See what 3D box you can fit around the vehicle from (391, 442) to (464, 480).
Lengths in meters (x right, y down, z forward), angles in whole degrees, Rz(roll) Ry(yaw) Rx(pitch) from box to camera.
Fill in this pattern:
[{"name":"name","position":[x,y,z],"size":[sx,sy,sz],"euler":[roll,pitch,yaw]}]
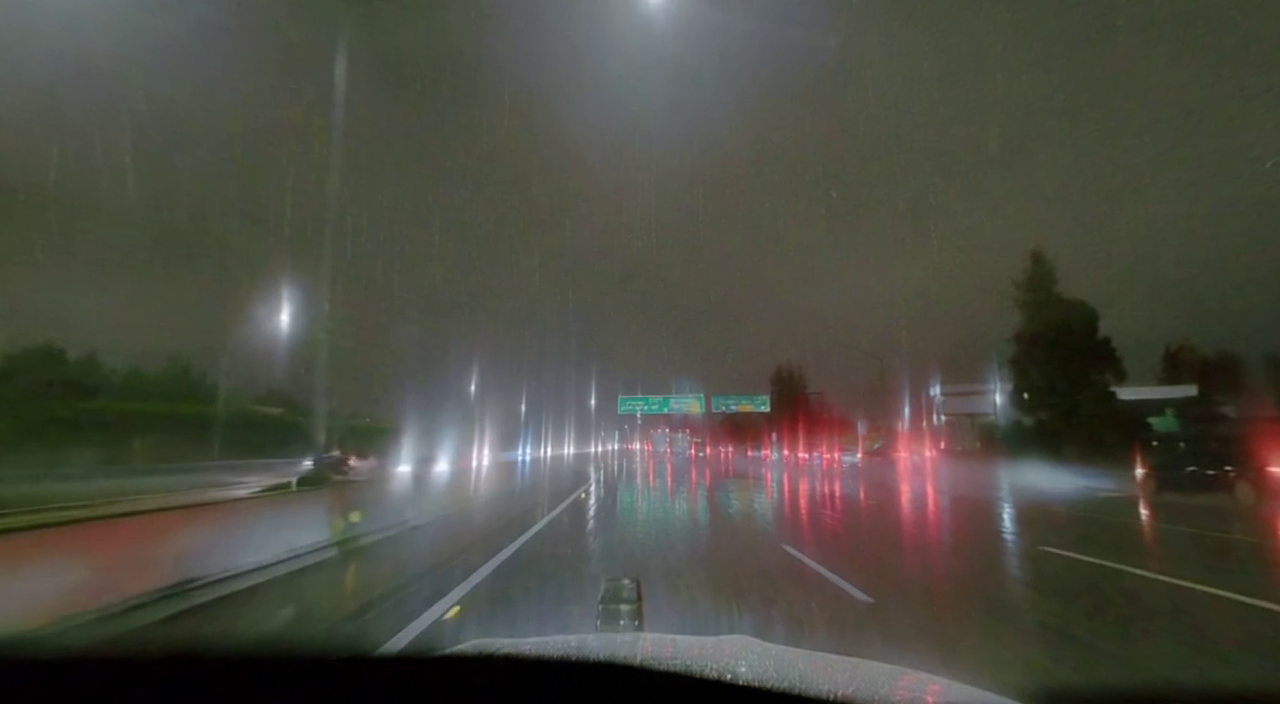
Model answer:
[{"name":"vehicle","position":[-7.833,4.019,23.586],"size":[1.568,1.263,3.387],"euler":[0,-8,0]}]

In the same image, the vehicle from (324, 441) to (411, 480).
[{"name":"vehicle","position":[-12.004,4.771,28.168],"size":[1.907,1.537,4.550],"euler":[0,-8,-1]}]

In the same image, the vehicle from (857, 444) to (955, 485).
[{"name":"vehicle","position":[10.000,4.242,24.121],"size":[1.836,1.418,4.132],"euler":[0,-9,-1]}]

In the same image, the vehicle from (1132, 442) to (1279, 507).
[{"name":"vehicle","position":[15.684,3.099,16.472],"size":[1.915,1.479,4.691],"euler":[0,-9,0]}]
